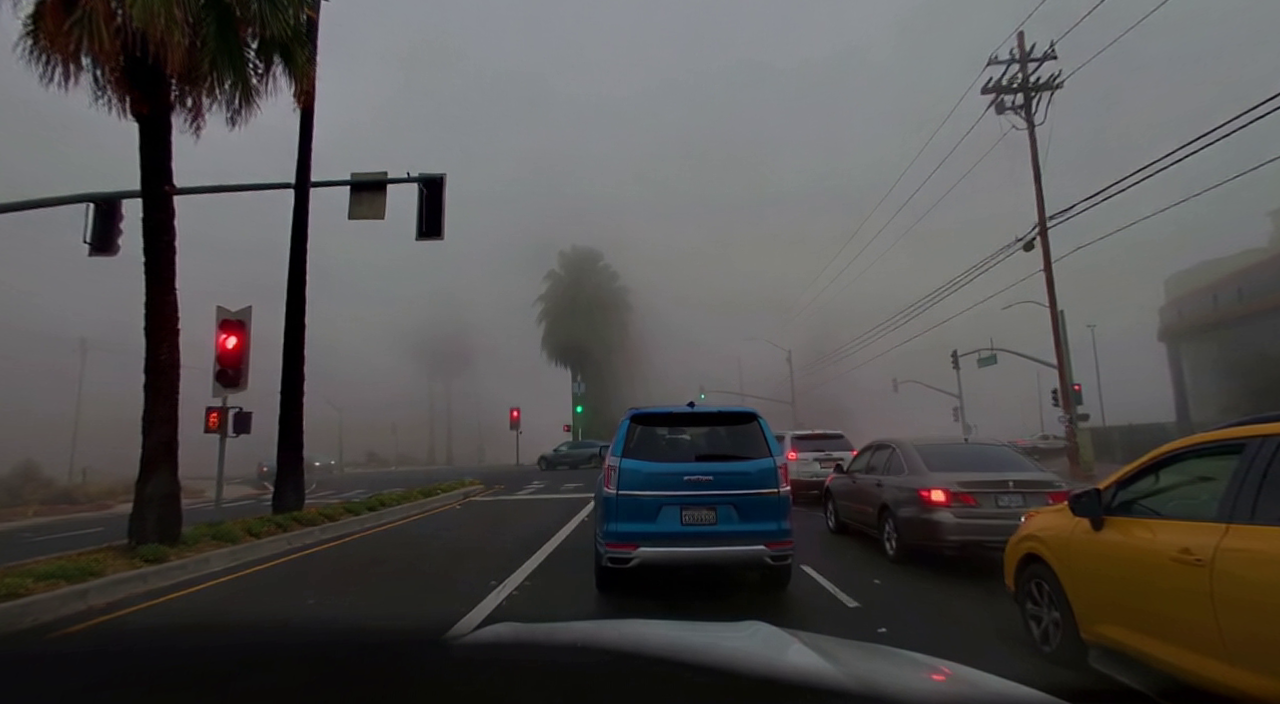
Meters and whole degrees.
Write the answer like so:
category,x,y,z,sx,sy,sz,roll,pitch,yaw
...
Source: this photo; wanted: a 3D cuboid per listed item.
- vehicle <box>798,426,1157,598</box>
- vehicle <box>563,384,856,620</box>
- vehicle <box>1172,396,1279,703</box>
category,x,y,z,sx,sy,sz,roll,pitch,yaw
vehicle,3.453,1.703,7.620,1.895,1.456,4.255,0,-9,-1
vehicle,0.459,1.455,7.014,2.228,1.780,4.269,0,-9,-2
vehicle,3.361,0.652,0.677,1.805,1.485,4.348,0,-9,1
